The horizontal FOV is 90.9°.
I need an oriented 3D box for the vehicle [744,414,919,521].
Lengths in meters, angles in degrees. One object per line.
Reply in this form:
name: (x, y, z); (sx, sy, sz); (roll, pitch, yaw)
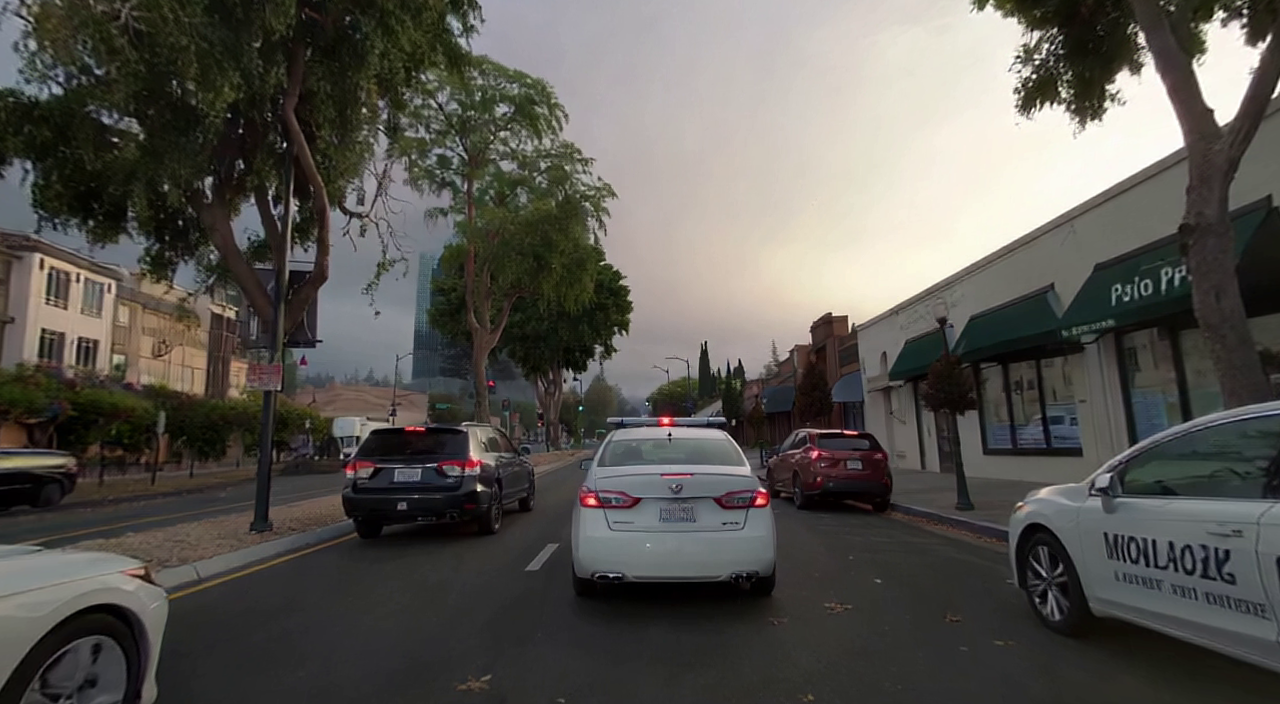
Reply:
vehicle: (4.030, 2.560, 14.530); (2.038, 1.865, 5.786); (3, -9, -2)

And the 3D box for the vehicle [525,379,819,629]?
vehicle: (0.214, 1.377, 6.567); (2.075, 1.770, 4.018); (0, -8, 0)

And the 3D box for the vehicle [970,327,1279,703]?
vehicle: (4.038, 0.922, 3.258); (1.987, 1.877, 5.330); (4, -8, 2)

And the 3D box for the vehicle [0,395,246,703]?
vehicle: (-2.891, 0.726, 0.920); (1.908, 1.474, 4.257); (0, -8, -1)

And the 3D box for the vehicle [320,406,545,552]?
vehicle: (-2.937, 1.923, 10.205); (2.135, 1.806, 4.514); (0, -8, -1)
